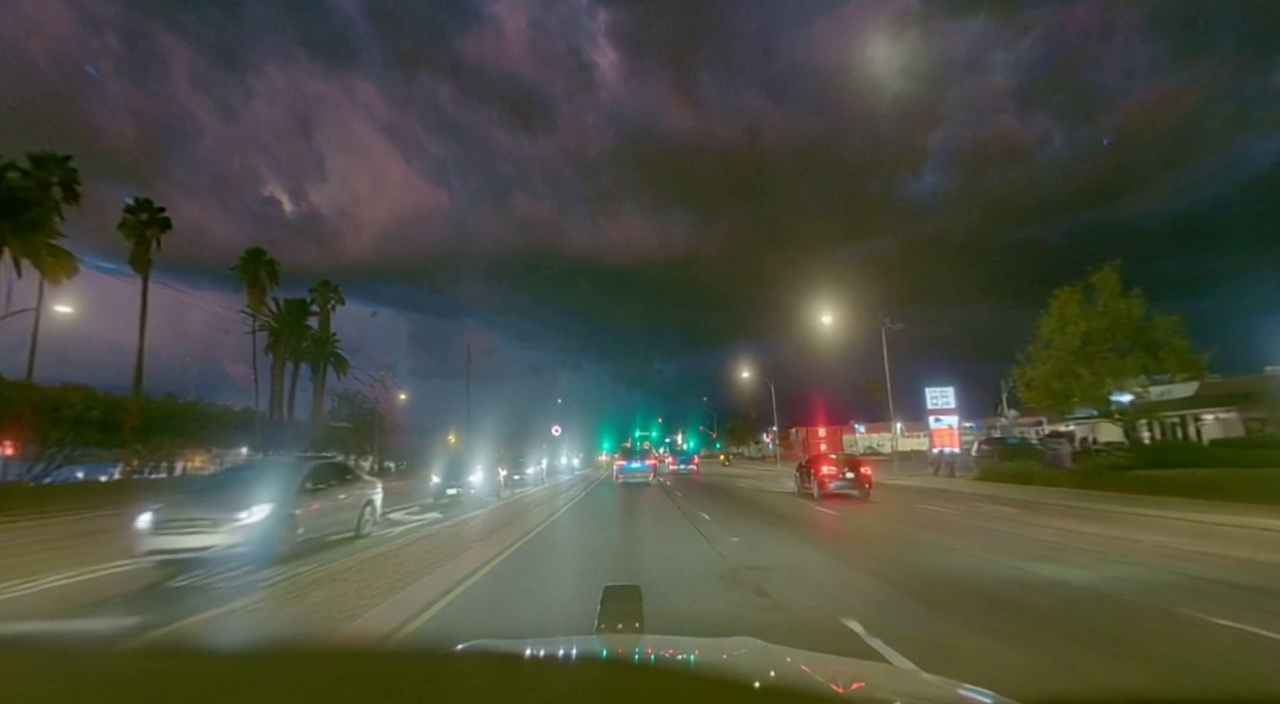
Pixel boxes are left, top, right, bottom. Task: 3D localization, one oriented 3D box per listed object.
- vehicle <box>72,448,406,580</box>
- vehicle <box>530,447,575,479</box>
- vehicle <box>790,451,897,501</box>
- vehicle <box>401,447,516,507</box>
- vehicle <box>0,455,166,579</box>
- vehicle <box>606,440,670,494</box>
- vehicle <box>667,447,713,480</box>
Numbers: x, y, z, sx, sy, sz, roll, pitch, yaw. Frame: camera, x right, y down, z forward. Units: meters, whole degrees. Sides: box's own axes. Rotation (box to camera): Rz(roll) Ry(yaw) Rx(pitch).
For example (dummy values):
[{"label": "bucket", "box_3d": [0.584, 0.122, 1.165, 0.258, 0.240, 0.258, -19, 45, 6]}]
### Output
[{"label": "vehicle", "box_3d": [-5.254, 2.131, 9.217, 2.030, 1.441, 4.324, 0, -9, 0]}, {"label": "vehicle", "box_3d": [-5.244, 6.700, 38.381, 2.160, 1.769, 4.494, 0, -9, -1]}, {"label": "vehicle", "box_3d": [6.478, 3.971, 20.684, 1.944, 1.447, 4.309, 0, -9, -2]}, {"label": "vehicle", "box_3d": [-5.162, 3.593, 18.625, 2.036, 1.541, 4.107, 0, -9, 2]}, {"label": "vehicle", "box_3d": [-8.592, 2.026, 7.850, 2.061, 1.415, 4.289, 0, -9, 0]}, {"label": "vehicle", "box_3d": [-0.097, 4.207, 23.416, 2.151, 1.787, 4.109, 0, -9, -1]}, {"label": "vehicle", "box_3d": [2.749, 6.256, 35.750, 2.112, 1.710, 4.234, 0, -9, -2]}]
